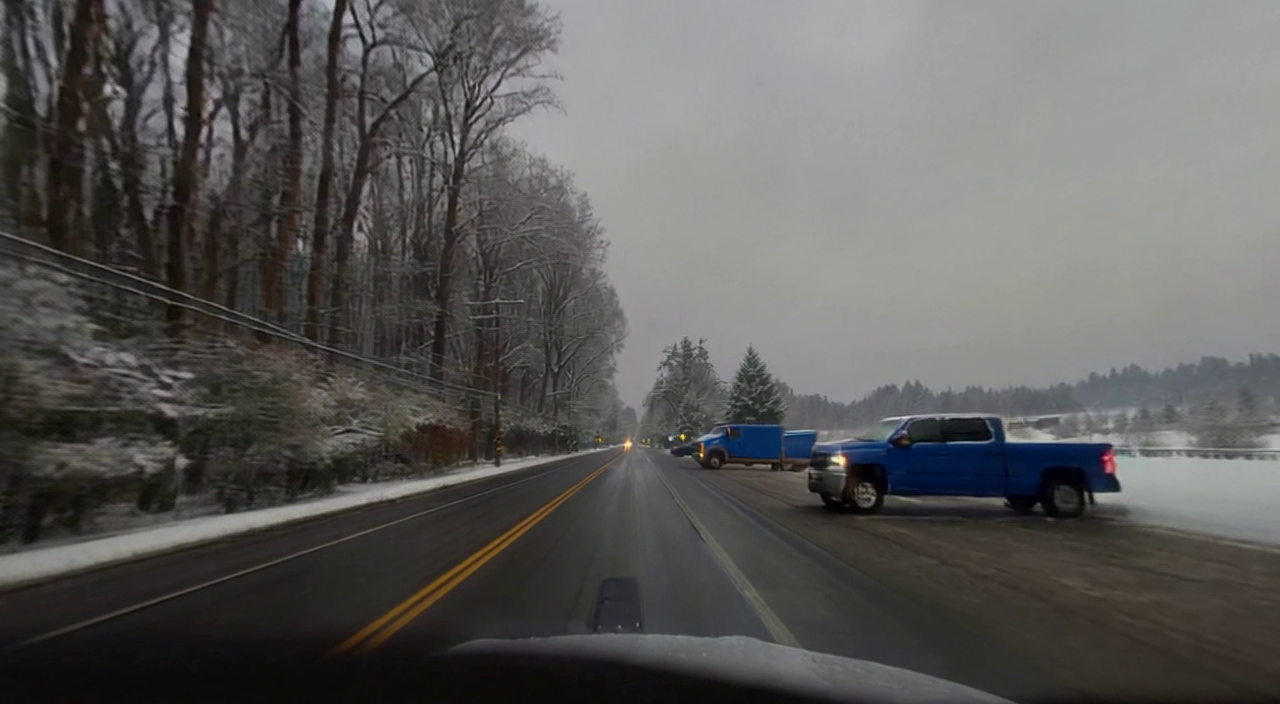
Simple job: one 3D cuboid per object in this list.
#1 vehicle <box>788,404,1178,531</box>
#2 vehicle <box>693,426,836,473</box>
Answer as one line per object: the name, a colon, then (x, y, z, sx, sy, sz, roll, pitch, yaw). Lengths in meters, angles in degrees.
vehicle: (6.003, 2.104, 11.818, 5.797, 2.070, 2.502, 0, -8, -1)
vehicle: (6.227, 4.980, 32.369, 6.645, 2.298, 2.763, 0, -9, -3)
